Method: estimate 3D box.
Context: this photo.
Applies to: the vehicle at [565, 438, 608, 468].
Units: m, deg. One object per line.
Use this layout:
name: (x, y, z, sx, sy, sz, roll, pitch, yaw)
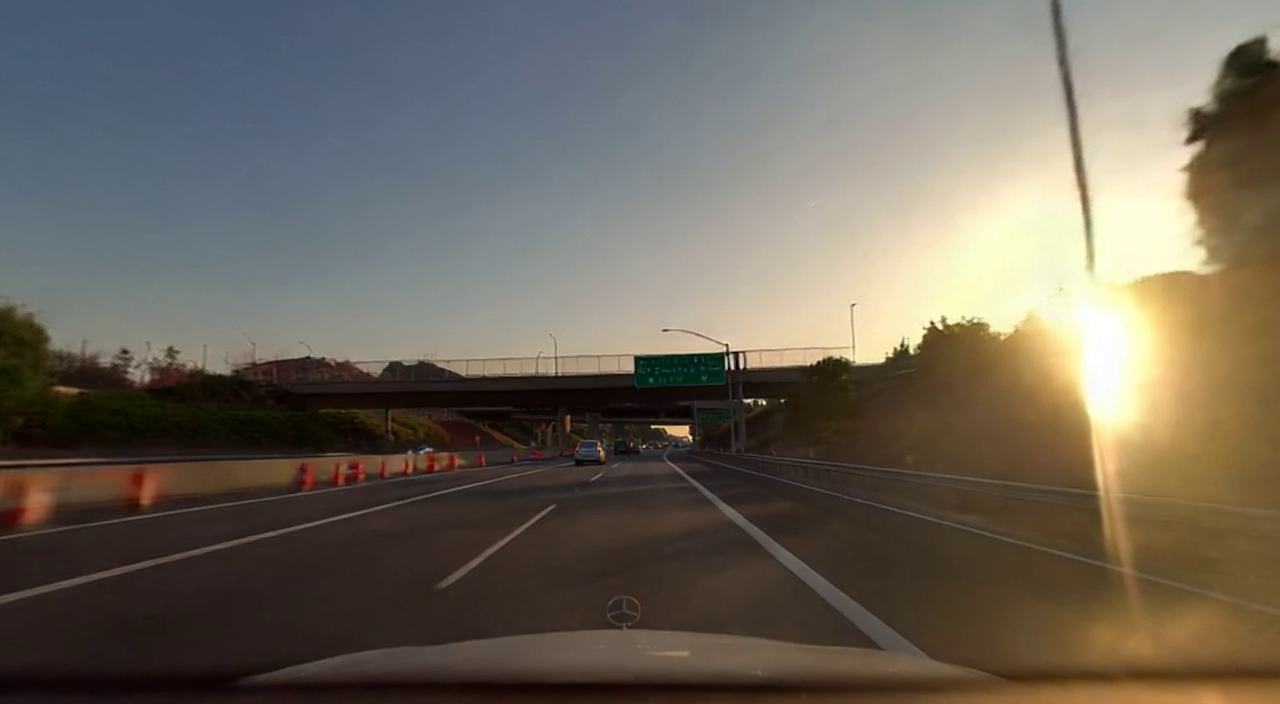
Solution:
vehicle: (-3.034, 5.894, 36.740, 2.078, 1.629, 4.059, 0, -8, 1)
